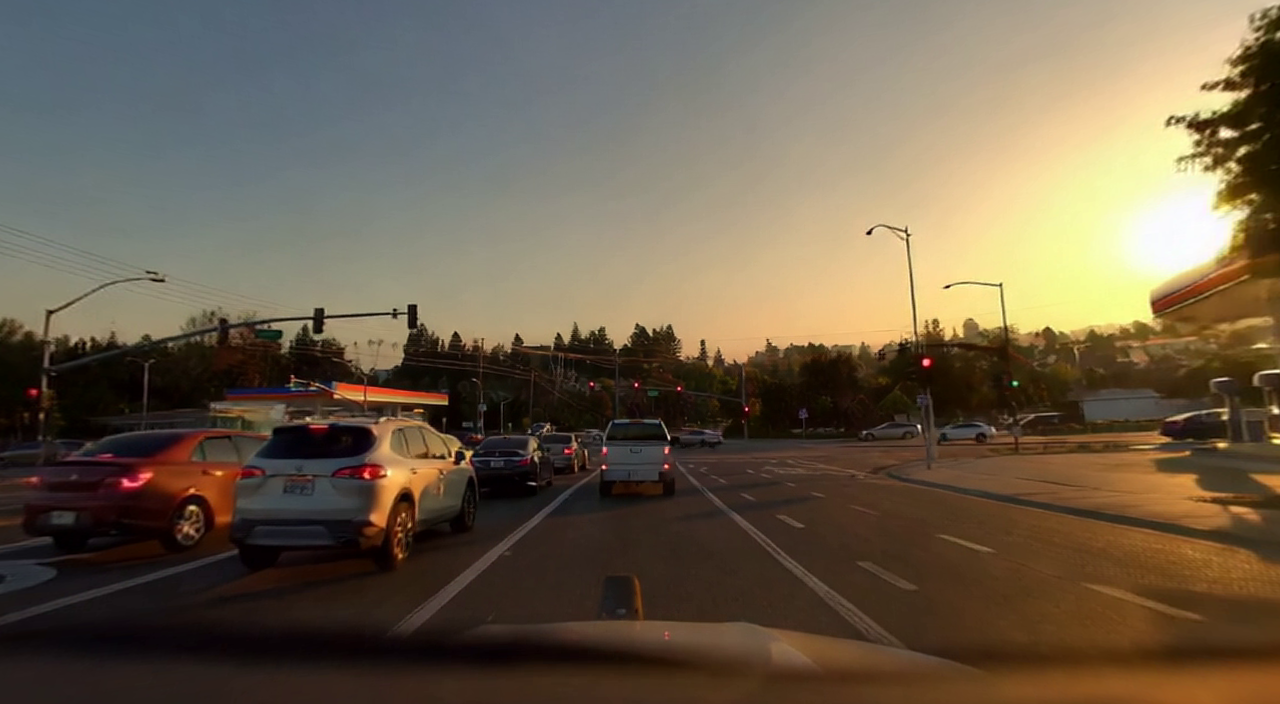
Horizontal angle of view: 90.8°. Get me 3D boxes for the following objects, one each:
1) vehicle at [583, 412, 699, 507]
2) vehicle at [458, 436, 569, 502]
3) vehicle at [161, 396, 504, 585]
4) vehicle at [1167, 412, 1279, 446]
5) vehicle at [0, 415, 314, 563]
[{"bbox_3d":[0.011,2.456,14.746,2.224,1.819,5.005,0,-9,0],"label":"vehicle"},{"bbox_3d":[-3.013,2.895,16.018,1.881,1.424,4.098,0,-9,1],"label":"vehicle"},{"bbox_3d":[-3.288,1.585,7.985,2.096,1.718,4.266,0,-9,1],"label":"vehicle"},{"bbox_3d":[36.019,4.693,38.455,5.782,1.950,2.225,-1,-8,0],"label":"vehicle"},{"bbox_3d":[-6.441,1.779,8.825,1.790,1.605,3.696,0,-9,0],"label":"vehicle"}]
